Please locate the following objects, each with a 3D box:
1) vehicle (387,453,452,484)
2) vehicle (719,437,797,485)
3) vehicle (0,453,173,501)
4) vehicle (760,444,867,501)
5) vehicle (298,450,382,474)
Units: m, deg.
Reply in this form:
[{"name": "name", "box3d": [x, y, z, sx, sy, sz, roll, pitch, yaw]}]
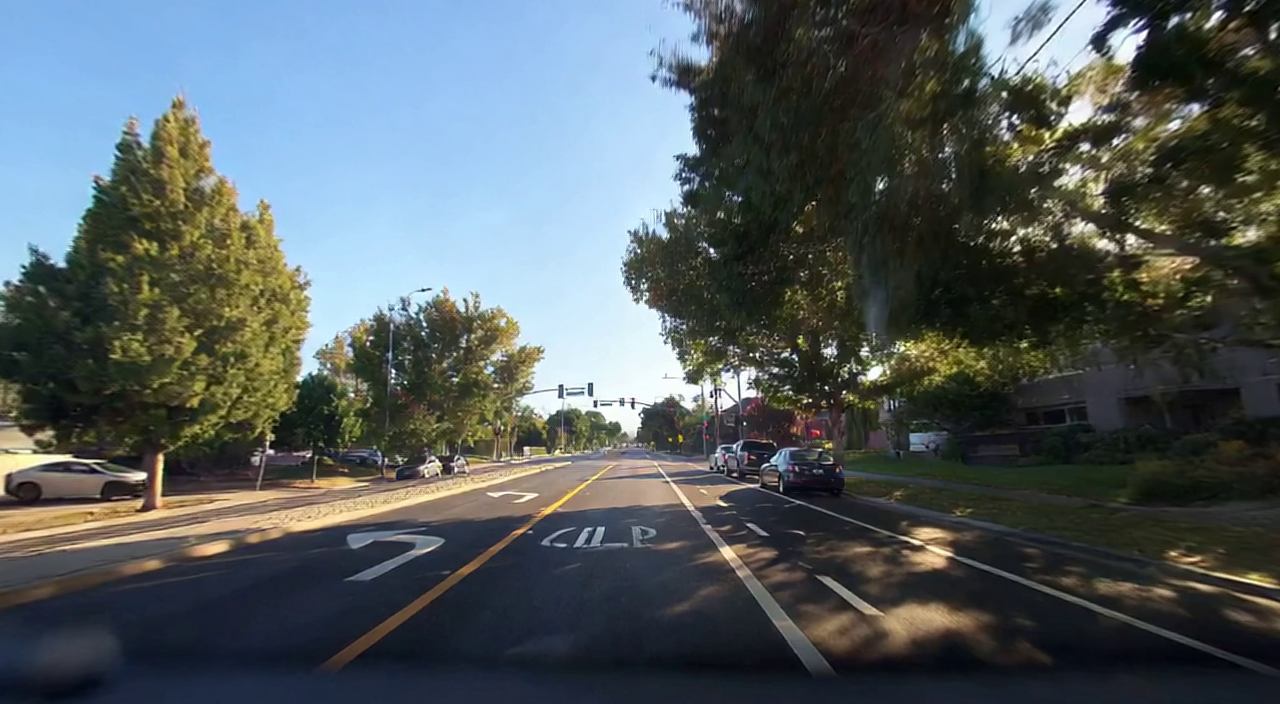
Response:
[{"name": "vehicle", "box3d": [-12.497, 6.611, 36.053, 1.983, 1.513, 4.662, -1, -8, 1]}, {"name": "vehicle", "box3d": [4.808, 4.520, 26.569, 2.218, 1.789, 5.146, 0, -8, -1]}, {"name": "vehicle", "box3d": [-20.029, 4.409, 22.507, 4.722, 1.549, 2.412, 0, -8, -1]}, {"name": "vehicle", "box3d": [4.919, 3.457, 18.594, 1.928, 1.431, 4.570, 0, -8, 1]}, {"name": "vehicle", "box3d": [-20.839, 7.641, 43.919, 4.715, 1.560, 2.131, 0, -9, -1]}]
